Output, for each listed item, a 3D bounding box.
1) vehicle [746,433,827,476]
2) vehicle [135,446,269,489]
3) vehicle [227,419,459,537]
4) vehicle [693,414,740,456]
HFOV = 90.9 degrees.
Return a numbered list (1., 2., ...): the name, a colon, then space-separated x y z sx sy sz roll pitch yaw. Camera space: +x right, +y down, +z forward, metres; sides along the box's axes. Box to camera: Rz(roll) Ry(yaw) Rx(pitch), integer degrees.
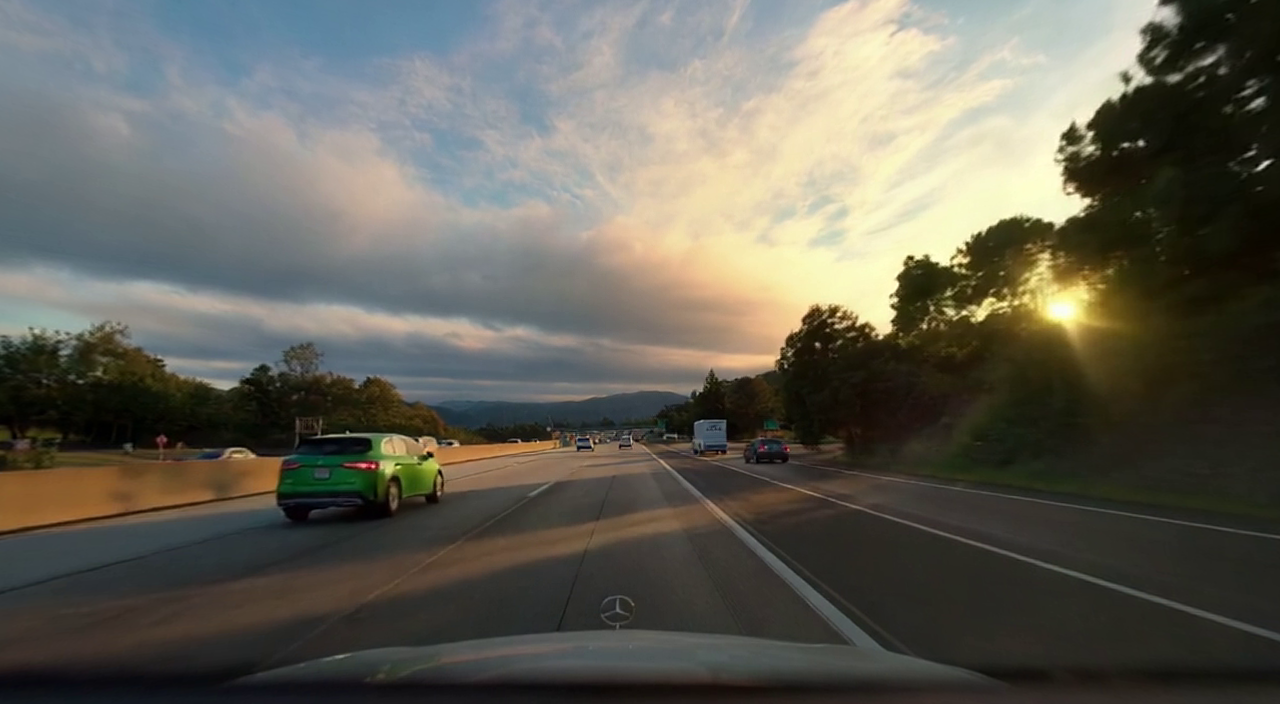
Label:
1. vehicle: 5.237 3.691 23.062 1.920 1.436 3.890 0 -8 -2
2. vehicle: -16.879 4.447 24.637 1.970 1.434 4.624 0 -8 -1
3. vehicle: -4.536 1.954 10.420 1.966 1.570 3.859 0 -8 -1
4. vehicle: 5.480 6.062 45.989 2.588 2.910 5.511 0 -8 -2
